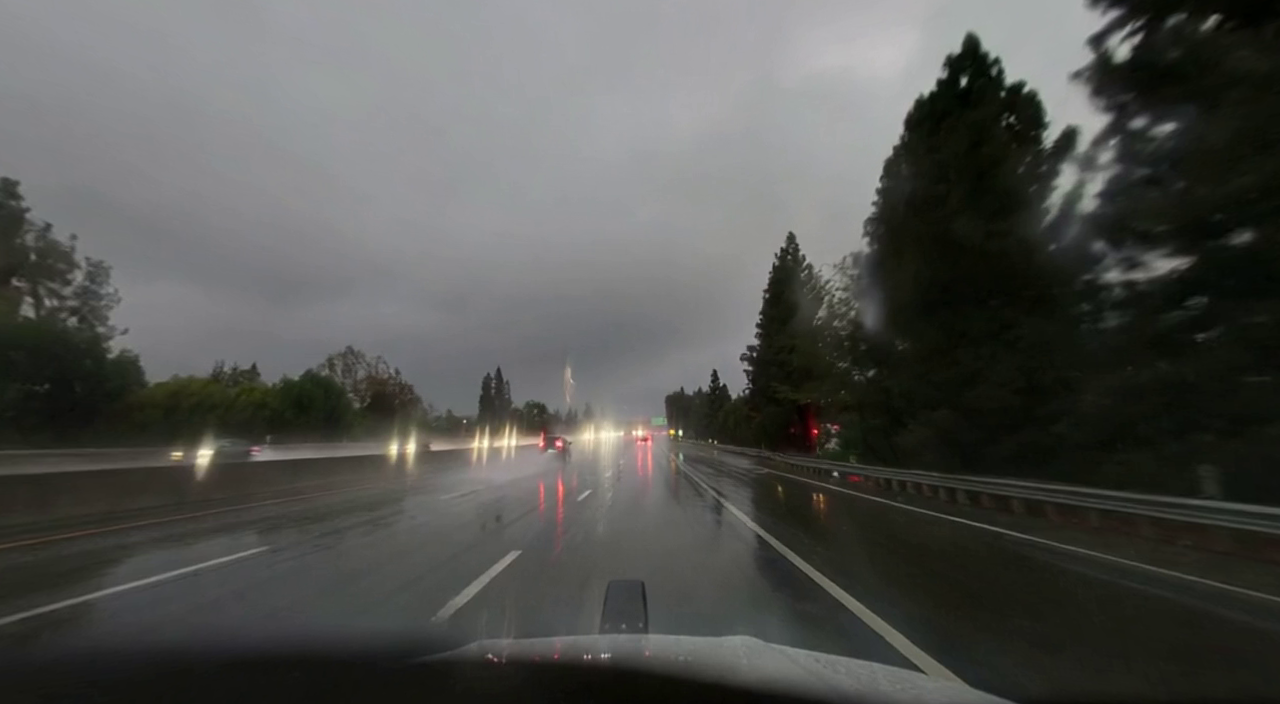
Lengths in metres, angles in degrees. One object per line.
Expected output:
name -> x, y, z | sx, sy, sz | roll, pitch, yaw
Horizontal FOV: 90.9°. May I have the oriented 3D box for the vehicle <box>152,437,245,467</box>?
vehicle -> -22.146, 5.016, 31.817 | 1.860, 1.421, 3.805 | 0, -8, 1
